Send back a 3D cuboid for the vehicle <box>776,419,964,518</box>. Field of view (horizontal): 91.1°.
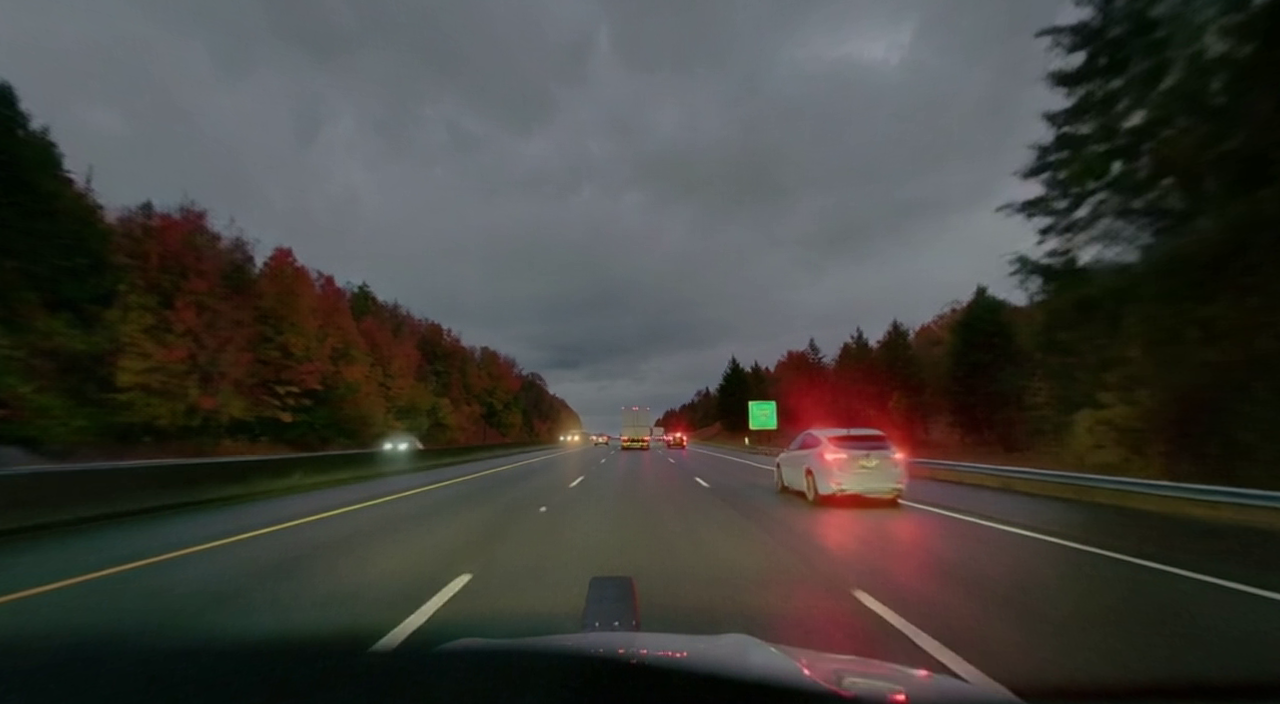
[{"bbox_3d":[3.964,2.048,11.657,1.882,1.492,3.958,0,-8,-2],"label":"vehicle"}]

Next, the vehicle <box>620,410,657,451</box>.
[{"bbox_3d":[-0.196,6.122,48.643,2.631,2.957,6.512,0,-8,-2],"label":"vehicle"}]
